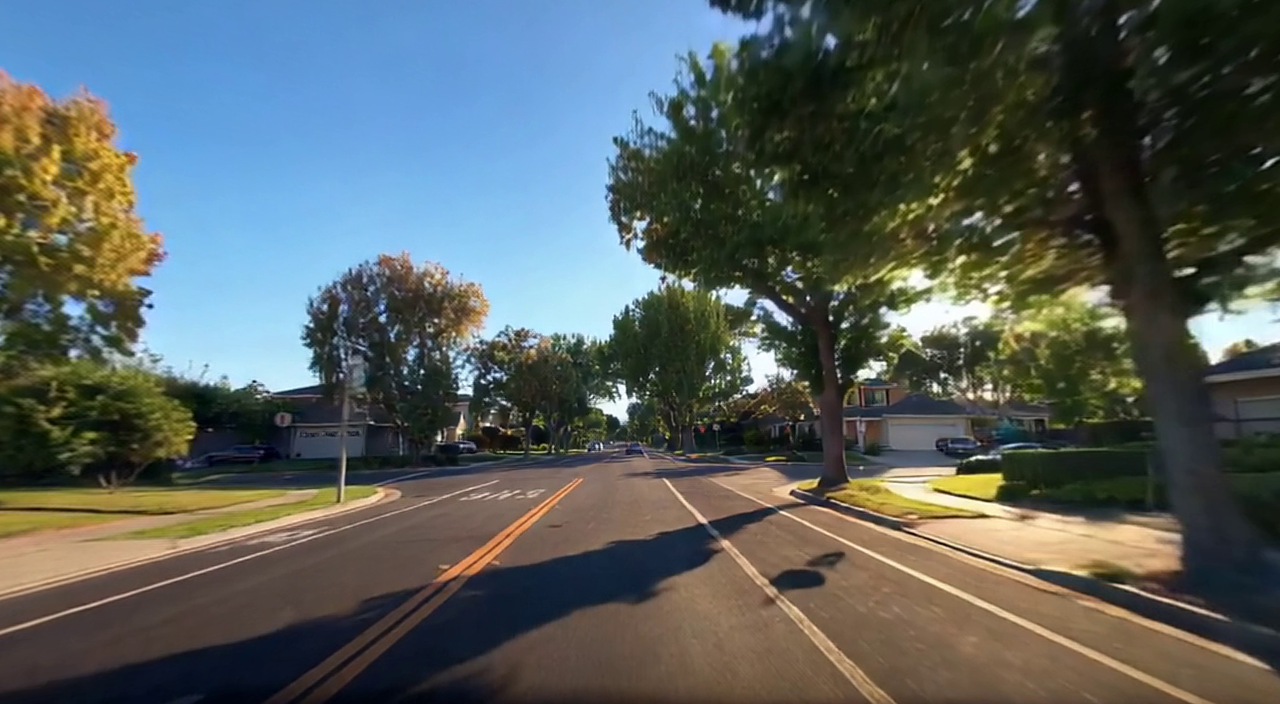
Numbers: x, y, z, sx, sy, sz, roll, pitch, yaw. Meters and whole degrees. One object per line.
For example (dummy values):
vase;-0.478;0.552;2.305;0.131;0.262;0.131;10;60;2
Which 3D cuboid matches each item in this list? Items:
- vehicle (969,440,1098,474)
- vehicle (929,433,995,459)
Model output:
vehicle;17.507;4.679;28.281;4.368;1.457;2.031;0;-8;1
vehicle;22.886;6.647;45.088;1.879;1.584;4.761;1;-6;-5
